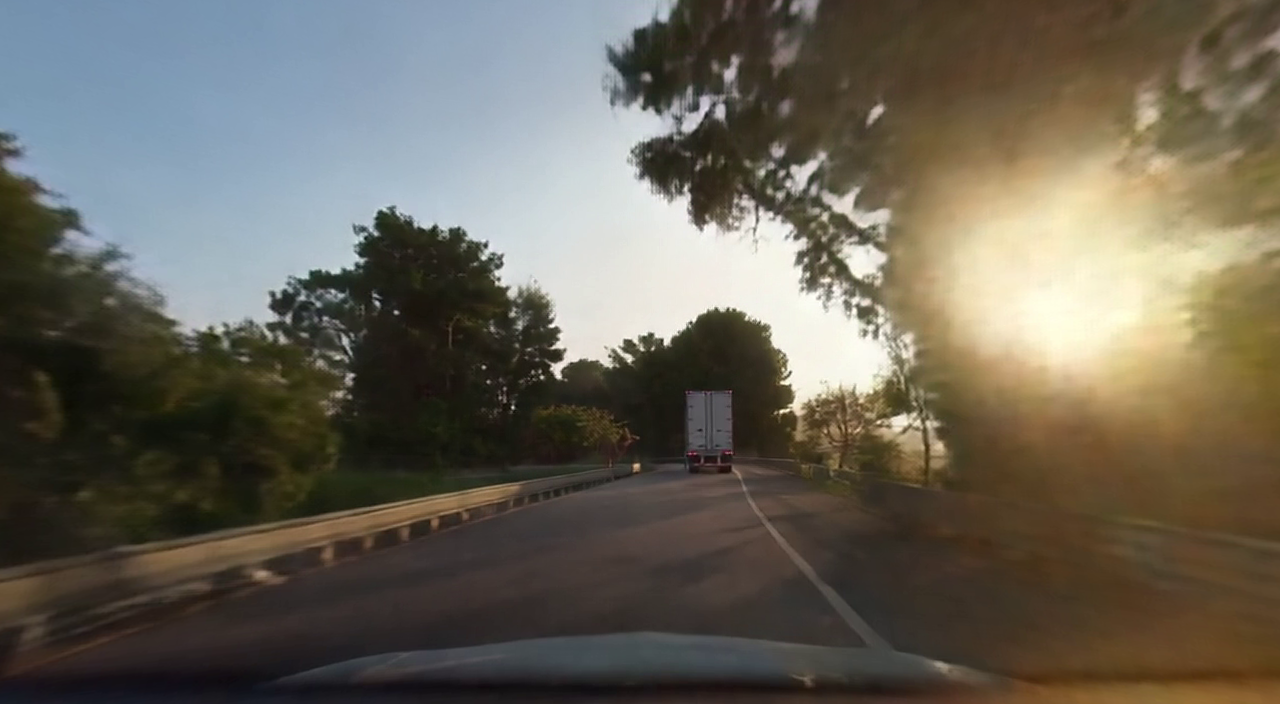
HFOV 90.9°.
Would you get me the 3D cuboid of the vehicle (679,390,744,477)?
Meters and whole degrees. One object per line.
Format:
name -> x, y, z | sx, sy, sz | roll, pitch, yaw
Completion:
vehicle -> 4.315, 4.968, 37.525 | 3.087, 4.178, 13.682 | -1, -8, 7
